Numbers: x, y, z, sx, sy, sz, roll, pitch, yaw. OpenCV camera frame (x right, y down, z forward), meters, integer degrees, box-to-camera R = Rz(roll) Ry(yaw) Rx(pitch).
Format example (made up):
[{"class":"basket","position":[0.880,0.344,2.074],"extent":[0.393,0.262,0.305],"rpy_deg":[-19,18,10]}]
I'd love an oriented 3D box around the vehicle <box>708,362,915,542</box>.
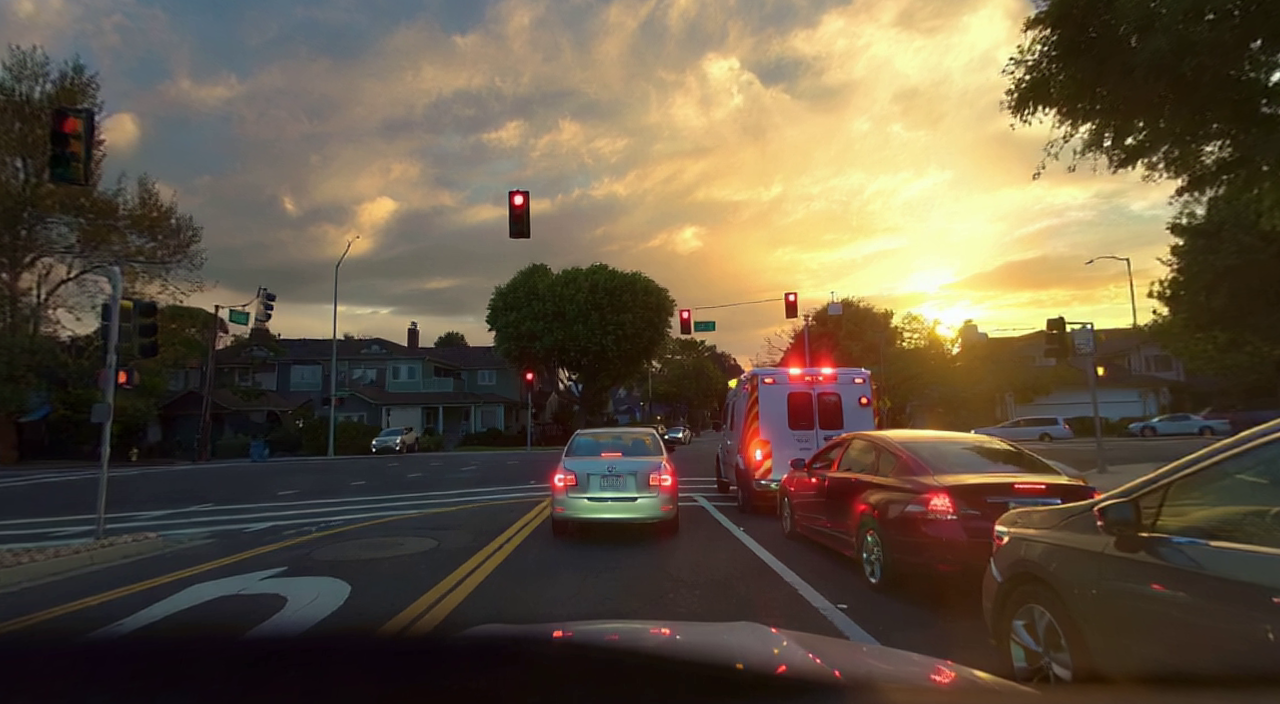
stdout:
[{"class":"vehicle","position":[2.886,1.895,12.366],"extent":[2.406,2.687,5.521],"rpy_deg":[0,-8,-1]}]

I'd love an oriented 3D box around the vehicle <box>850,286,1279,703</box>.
[{"class":"vehicle","position":[2.849,0.898,2.839],"extent":[2.194,1.820,4.652],"rpy_deg":[0,-8,0]}]

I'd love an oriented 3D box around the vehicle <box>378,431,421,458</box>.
[{"class":"vehicle","position":[-17.757,6.881,46.859],"extent":[2.246,1.880,4.454],"rpy_deg":[1,-9,-12]}]

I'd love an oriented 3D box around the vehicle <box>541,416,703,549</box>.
[{"class":"vehicle","position":[-0.282,1.976,10.185],"extent":[2.114,1.707,3.725],"rpy_deg":[0,-8,-1]}]
